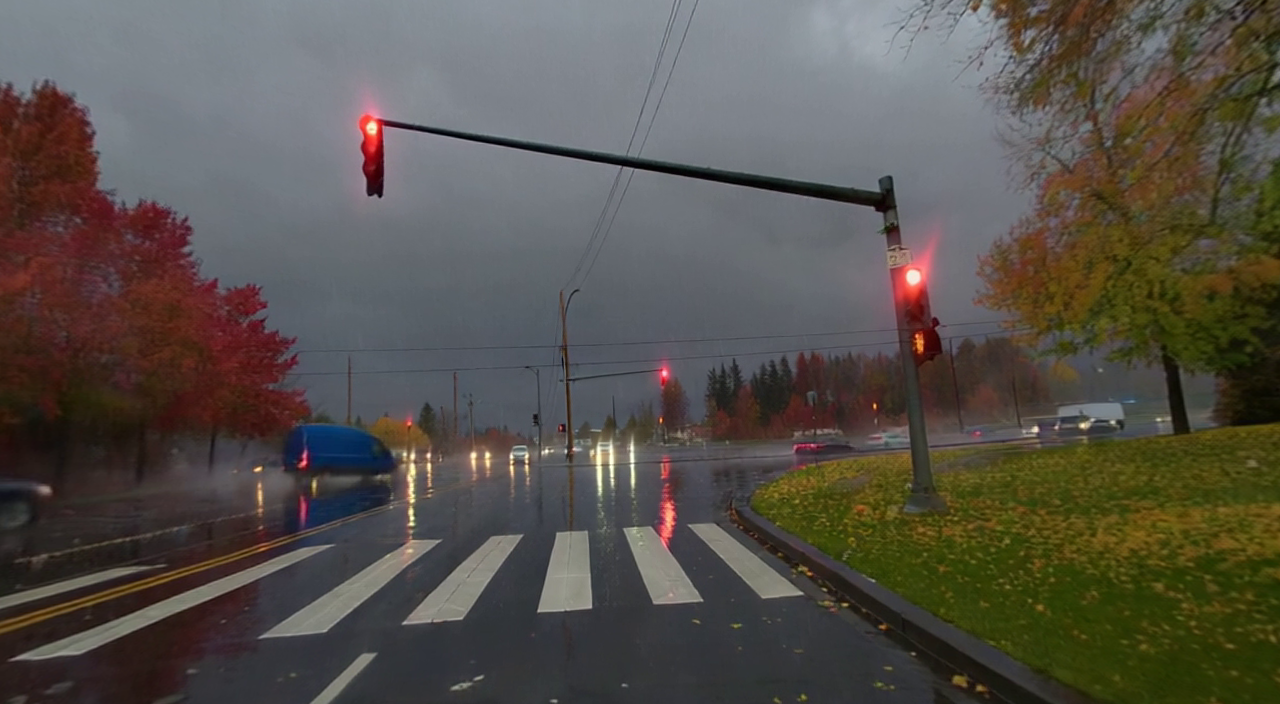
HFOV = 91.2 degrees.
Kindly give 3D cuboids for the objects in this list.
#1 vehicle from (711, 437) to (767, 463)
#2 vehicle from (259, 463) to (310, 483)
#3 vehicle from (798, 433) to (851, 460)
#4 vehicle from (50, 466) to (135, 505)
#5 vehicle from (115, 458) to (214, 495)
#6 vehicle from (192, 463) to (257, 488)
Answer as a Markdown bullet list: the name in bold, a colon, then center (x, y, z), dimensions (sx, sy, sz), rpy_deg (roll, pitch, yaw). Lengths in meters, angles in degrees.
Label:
- **vehicle**: center (6.974, 6.846, 43.942), dimensions (1.867, 1.743, 4.259), rpy_deg (-8, -11, 40)
- **vehicle**: center (-28.132, 9.586, 49.757), dimensions (1.776, 1.452, 3.920), rpy_deg (0, -9, 0)
- **vehicle**: center (13.419, 6.826, 45.371), dimensions (2.036, 1.849, 4.811), rpy_deg (-7, -11, 36)
- **vehicle**: center (-25.420, 6.160, 29.254), dimensions (1.694, 1.528, 4.225), rpy_deg (3, -9, -23)
- **vehicle**: center (-27.827, 7.272, 36.912), dimensions (2.064, 1.913, 5.081), rpy_deg (0, -9, -4)
- **vehicle**: center (-28.541, 8.478, 43.184), dimensions (1.768, 1.465, 3.972), rpy_deg (0, -9, -1)
